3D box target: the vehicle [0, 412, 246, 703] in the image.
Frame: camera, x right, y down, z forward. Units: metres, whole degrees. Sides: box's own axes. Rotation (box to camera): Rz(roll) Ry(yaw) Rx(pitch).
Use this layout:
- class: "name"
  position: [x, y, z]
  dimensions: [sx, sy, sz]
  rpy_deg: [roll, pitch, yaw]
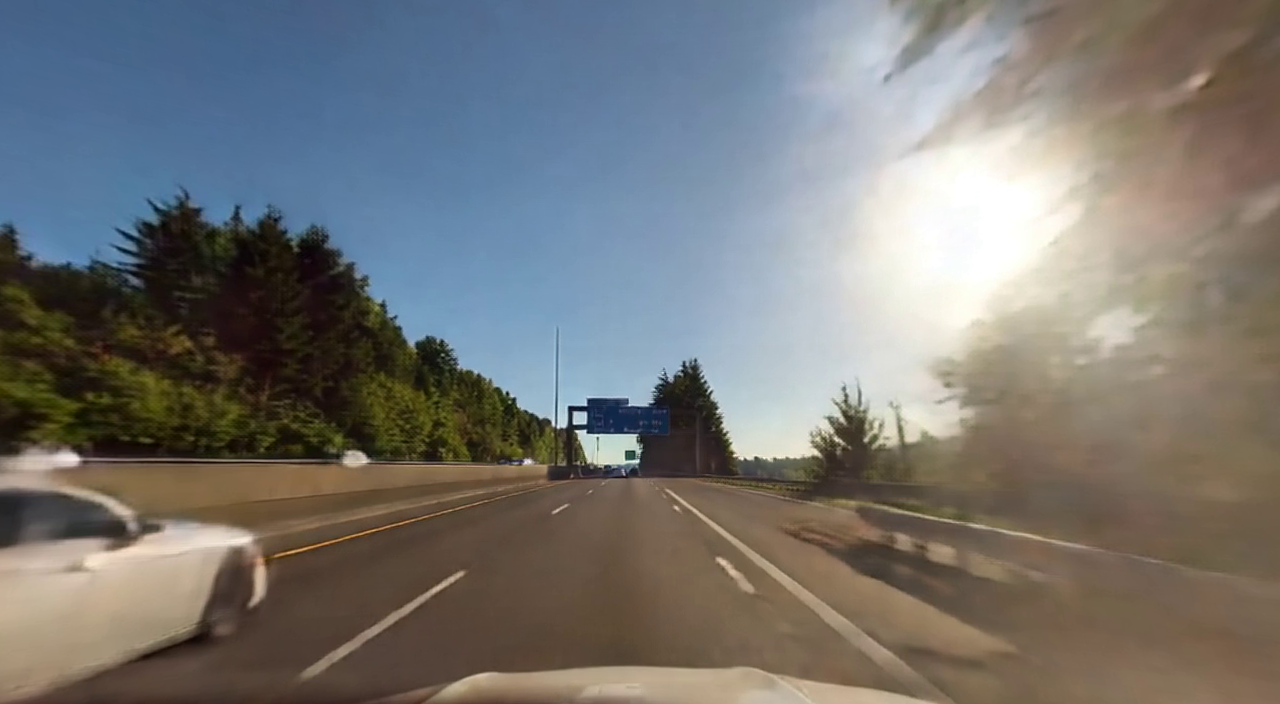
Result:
- class: "vehicle"
  position: [-3.924, 0.950, 2.546]
  dimensions: [2.006, 1.469, 4.050]
  rpy_deg: [1, -10, 0]
